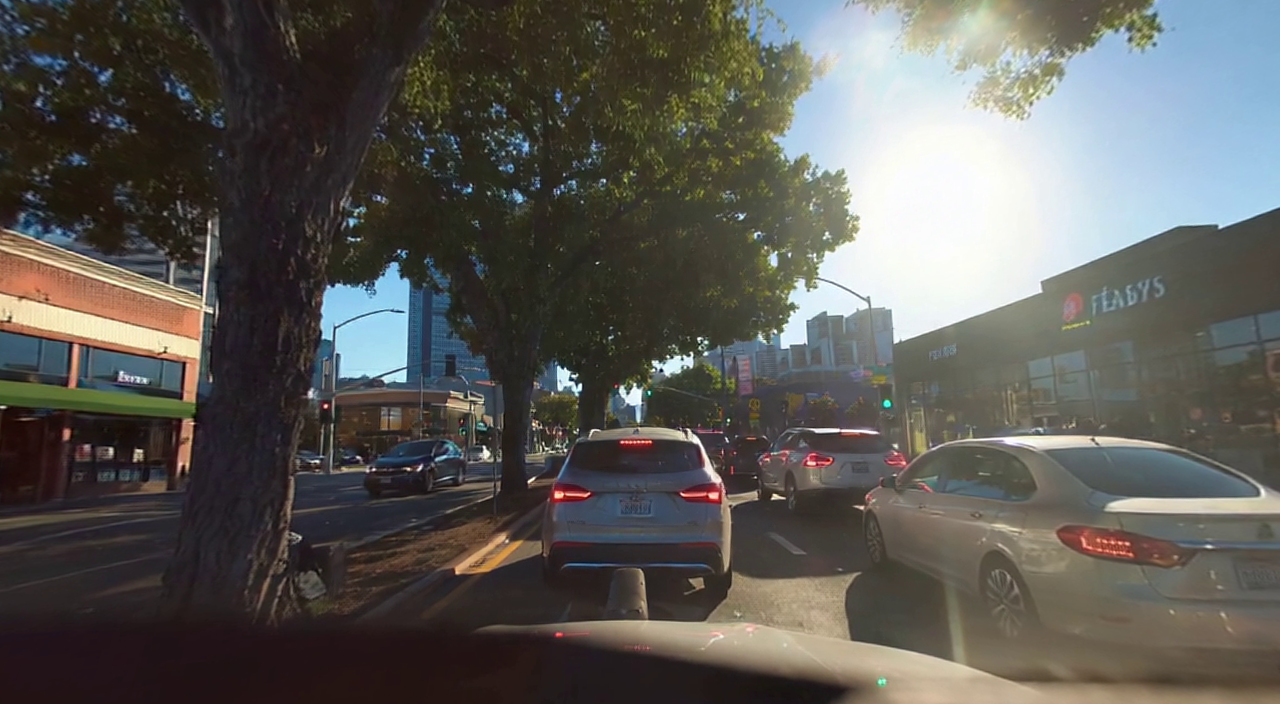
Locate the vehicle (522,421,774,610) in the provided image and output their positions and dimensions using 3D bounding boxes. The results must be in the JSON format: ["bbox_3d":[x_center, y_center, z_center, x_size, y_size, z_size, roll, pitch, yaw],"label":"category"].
[{"bbox_3d":[0.049,1.577,6.883,2.006,1.487,3.535,0,-9,0],"label":"vehicle"}]

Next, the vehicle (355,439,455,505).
[{"bbox_3d":[-6.273,3.199,17.401,1.898,1.542,4.689,2,-9,-13],"label":"vehicle"}]

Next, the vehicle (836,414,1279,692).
[{"bbox_3d":[3.393,1.402,5.569,1.988,1.480,4.195,0,-9,0],"label":"vehicle"}]
